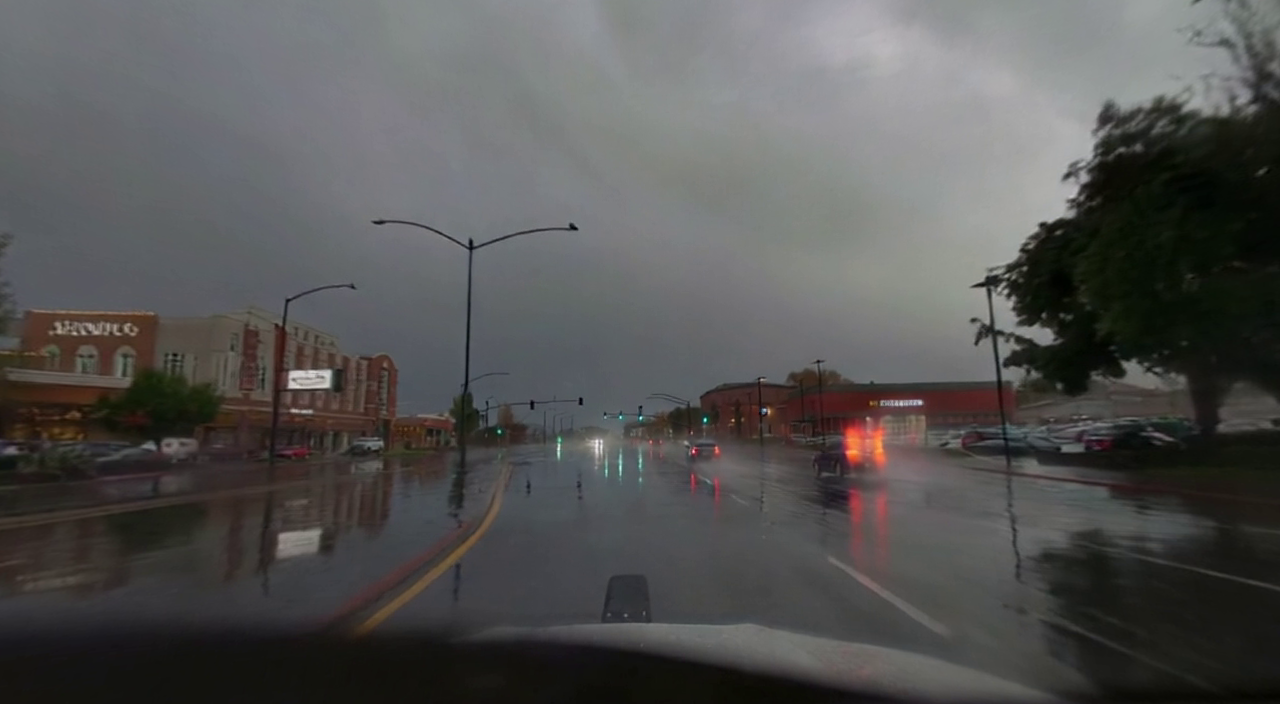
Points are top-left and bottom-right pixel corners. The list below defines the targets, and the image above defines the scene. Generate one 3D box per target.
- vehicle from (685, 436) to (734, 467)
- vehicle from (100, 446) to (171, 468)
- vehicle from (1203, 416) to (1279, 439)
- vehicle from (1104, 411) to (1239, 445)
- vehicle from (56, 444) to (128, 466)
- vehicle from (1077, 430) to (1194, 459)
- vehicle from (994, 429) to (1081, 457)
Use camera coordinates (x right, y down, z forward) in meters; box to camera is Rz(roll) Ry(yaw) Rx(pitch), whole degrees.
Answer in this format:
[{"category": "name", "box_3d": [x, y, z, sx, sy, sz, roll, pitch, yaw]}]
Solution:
[{"category": "vehicle", "box_3d": [3.657, 5.359, 34.037, 2.038, 1.528, 4.259, 0, -8, -2]}, {"category": "vehicle", "box_3d": [-35.626, 7.419, 44.661, 1.684, 1.432, 4.140, 0, -8, -2]}, {"category": "vehicle", "box_3d": [47.606, 5.936, 49.418, 1.846, 1.656, 4.602, 4, -9, -30]}, {"category": "vehicle", "box_3d": [38.338, 5.576, 45.770, 2.372, 2.254, 6.893, 5, -10, -31]}, {"category": "vehicle", "box_3d": [-38.002, 7.121, 43.810, 1.759, 1.482, 3.620, 1, -8, -3]}, {"category": "vehicle", "box_3d": [26.369, 4.941, 33.616, 4.691, 1.436, 1.988, 0, -8, -4]}, {"category": "vehicle", "box_3d": [26.056, 5.954, 41.406, 4.544, 1.474, 1.772, -4, -7, -5]}]
